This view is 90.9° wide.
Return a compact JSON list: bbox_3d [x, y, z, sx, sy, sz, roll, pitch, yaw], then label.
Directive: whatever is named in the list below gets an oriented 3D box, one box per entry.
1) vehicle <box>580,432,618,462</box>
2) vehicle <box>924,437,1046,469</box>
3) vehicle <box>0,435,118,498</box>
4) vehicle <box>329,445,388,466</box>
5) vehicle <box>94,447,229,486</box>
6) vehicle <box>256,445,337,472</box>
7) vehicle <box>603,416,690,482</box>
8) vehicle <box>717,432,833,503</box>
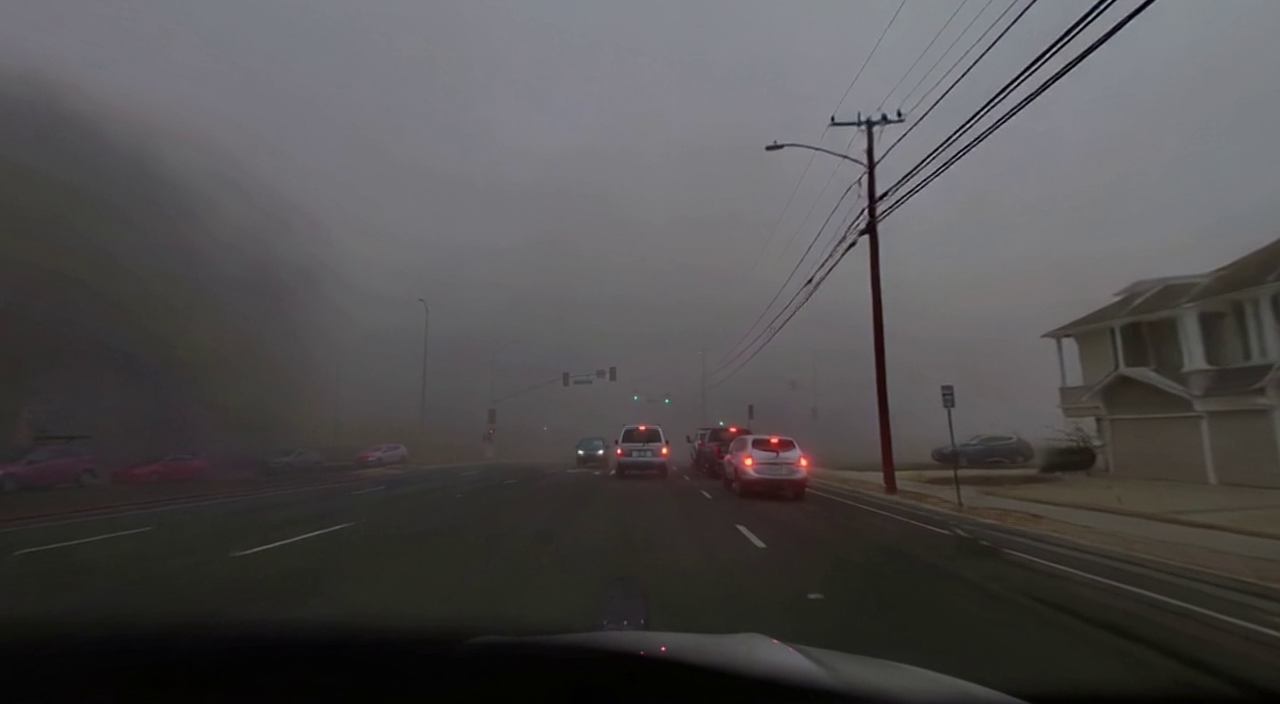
[{"bbox_3d":[-2.635,6.216,41.204,1.999,1.864,4.279,0,-9,3],"label":"vehicle"},{"bbox_3d":[16.547,4.863,30.420,4.671,1.495,1.900,-1,-9,4],"label":"vehicle"},{"bbox_3d":[-20.124,3.708,20.672,2.046,1.874,4.448,0,-9,2],"label":"vehicle"},{"bbox_3d":[-19.703,7.253,44.320,1.830,1.436,4.771,0,-9,2],"label":"vehicle"},{"bbox_3d":[-19.838,4.725,26.464,1.866,1.471,4.770,0,-9,1],"label":"vehicle"},{"bbox_3d":[-19.751,6.143,36.524,1.891,1.460,4.681,0,-9,2],"label":"vehicle"},{"bbox_3d":[0.212,3.483,22.760,2.769,2.087,5.130,0,-9,0],"label":"vehicle"},{"bbox_3d":[3.149,2.790,15.586,2.002,1.511,4.124,0,-9,1],"label":"vehicle"}]
